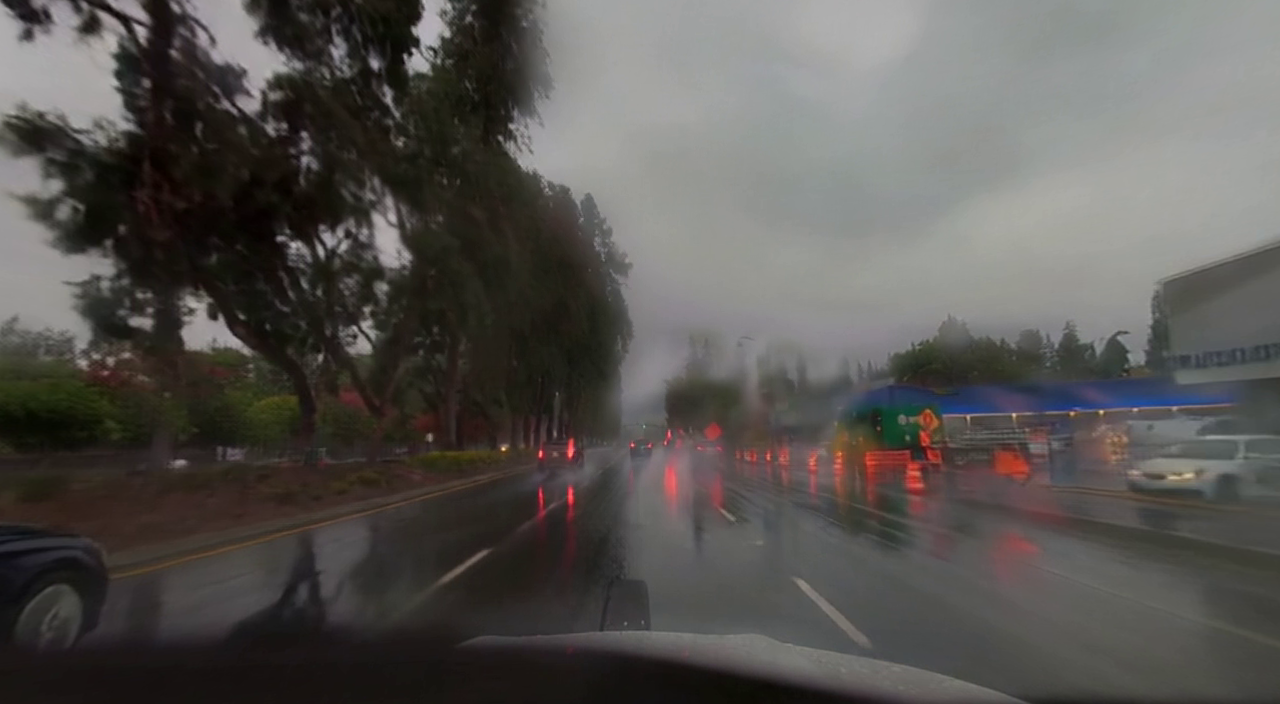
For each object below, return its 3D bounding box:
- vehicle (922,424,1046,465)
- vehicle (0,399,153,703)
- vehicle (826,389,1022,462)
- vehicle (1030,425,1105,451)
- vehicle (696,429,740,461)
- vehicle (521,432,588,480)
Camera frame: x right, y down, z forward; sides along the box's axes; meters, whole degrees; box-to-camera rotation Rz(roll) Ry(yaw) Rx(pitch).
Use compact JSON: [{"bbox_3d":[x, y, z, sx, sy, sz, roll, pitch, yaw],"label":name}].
[{"bbox_3d":[15.752,4.274,29.100,1.874,1.694,4.535,7,-11,-38],"label":"vehicle"},{"bbox_3d":[-4.045,0.856,2.060,1.856,1.540,3.733,0,-8,1],"label":"vehicle"},{"bbox_3d":[15.002,3.958,33.779,8.949,3.673,3.044,0,-8,-2],"label":"vehicle"},{"bbox_3d":[29.281,5.933,43.380,1.865,1.679,4.654,0,-8,0],"label":"vehicle"},{"bbox_3d":[5.759,7.011,47.654,2.653,2.231,6.793,0,-8,1],"label":"vehicle"},{"bbox_3d":[-3.200,3.996,24.400,2.038,1.682,4.399,0,-8,-1],"label":"vehicle"}]
